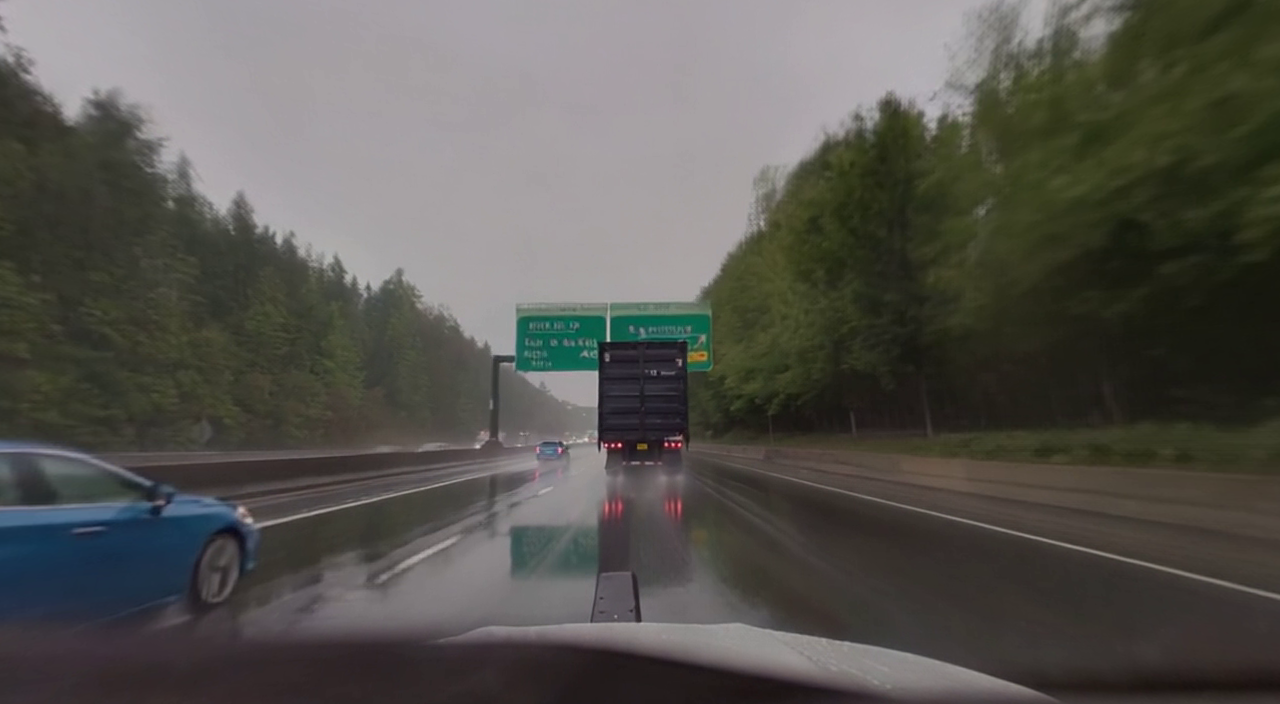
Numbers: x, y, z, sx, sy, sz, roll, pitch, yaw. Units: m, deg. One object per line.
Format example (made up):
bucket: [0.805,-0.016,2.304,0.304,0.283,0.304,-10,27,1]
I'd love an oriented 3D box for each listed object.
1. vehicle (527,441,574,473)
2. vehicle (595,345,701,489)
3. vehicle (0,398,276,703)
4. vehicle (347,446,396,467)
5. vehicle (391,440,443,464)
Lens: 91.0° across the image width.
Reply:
vehicle: [-4.579,5.450,32.815,1.854,1.530,4.268,0,-8,0]
vehicle: [0.119,2.641,23.735,3.073,4.196,10.546,0,-8,-1]
vehicle: [-4.280,1.018,3.091,2.116,1.571,4.849,0,-8,-1]
vehicle: [-20.143,7.855,47.387,1.791,1.462,4.349,0,-8,0]
vehicle: [-16.671,7.510,47.349,2.082,1.655,4.885,0,-8,0]
